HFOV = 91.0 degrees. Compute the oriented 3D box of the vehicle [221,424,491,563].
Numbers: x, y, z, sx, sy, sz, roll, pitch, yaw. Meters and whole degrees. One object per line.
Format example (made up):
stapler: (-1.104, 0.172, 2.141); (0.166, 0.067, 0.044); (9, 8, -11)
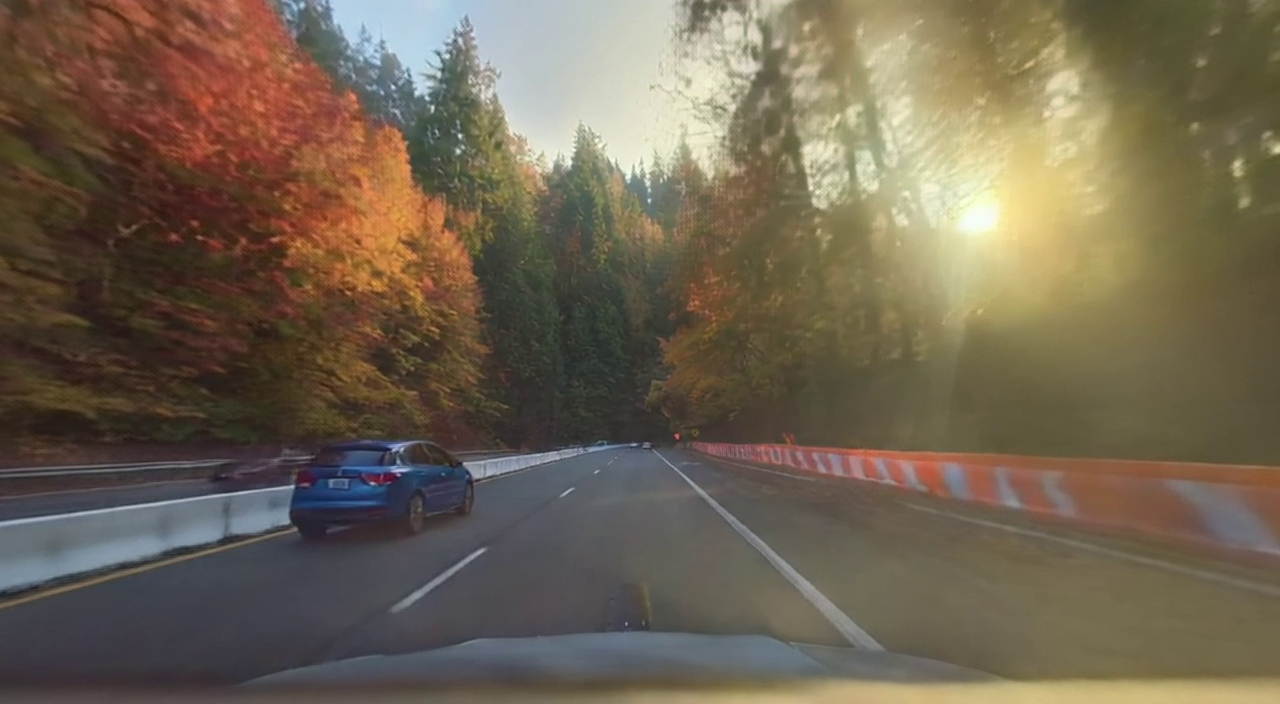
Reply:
vehicle: (-3.611, 1.844, 8.975); (1.902, 1.505, 4.016); (0, -8, 1)
